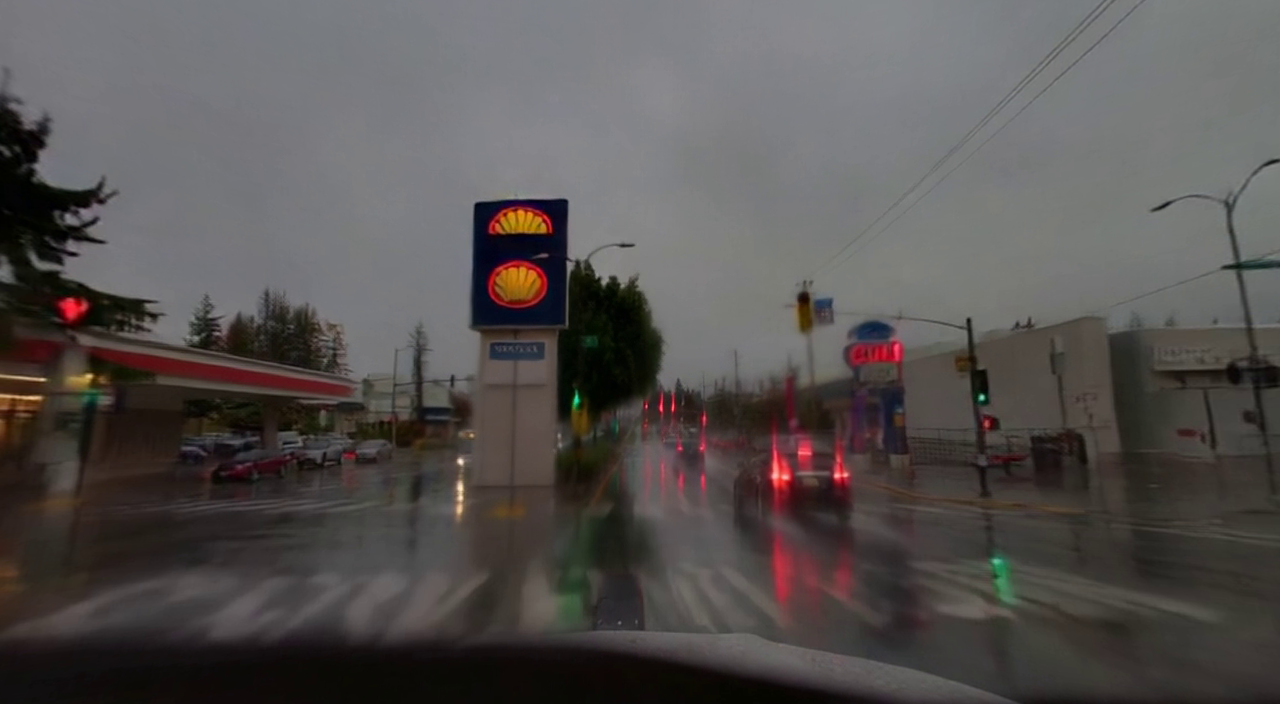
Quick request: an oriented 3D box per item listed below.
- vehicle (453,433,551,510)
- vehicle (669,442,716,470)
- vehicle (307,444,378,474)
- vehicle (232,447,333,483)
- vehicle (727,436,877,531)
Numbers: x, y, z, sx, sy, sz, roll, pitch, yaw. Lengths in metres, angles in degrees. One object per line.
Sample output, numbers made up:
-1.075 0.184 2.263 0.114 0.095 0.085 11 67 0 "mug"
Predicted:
-3.736 3.443 17.929 2.189 1.836 4.693 0 -12 -6 "vehicle"
2.894 5.842 35.658 2.282 1.458 4.362 0 -8 -1 "vehicle"
-17.974 6.457 38.307 2.079 1.672 4.333 -1 -8 2 "vehicle"
-17.827 5.643 31.743 1.956 1.634 5.000 -1 -8 3 "vehicle"
3.198 2.680 13.457 1.999 1.679 4.217 0 -8 -1 "vehicle"
